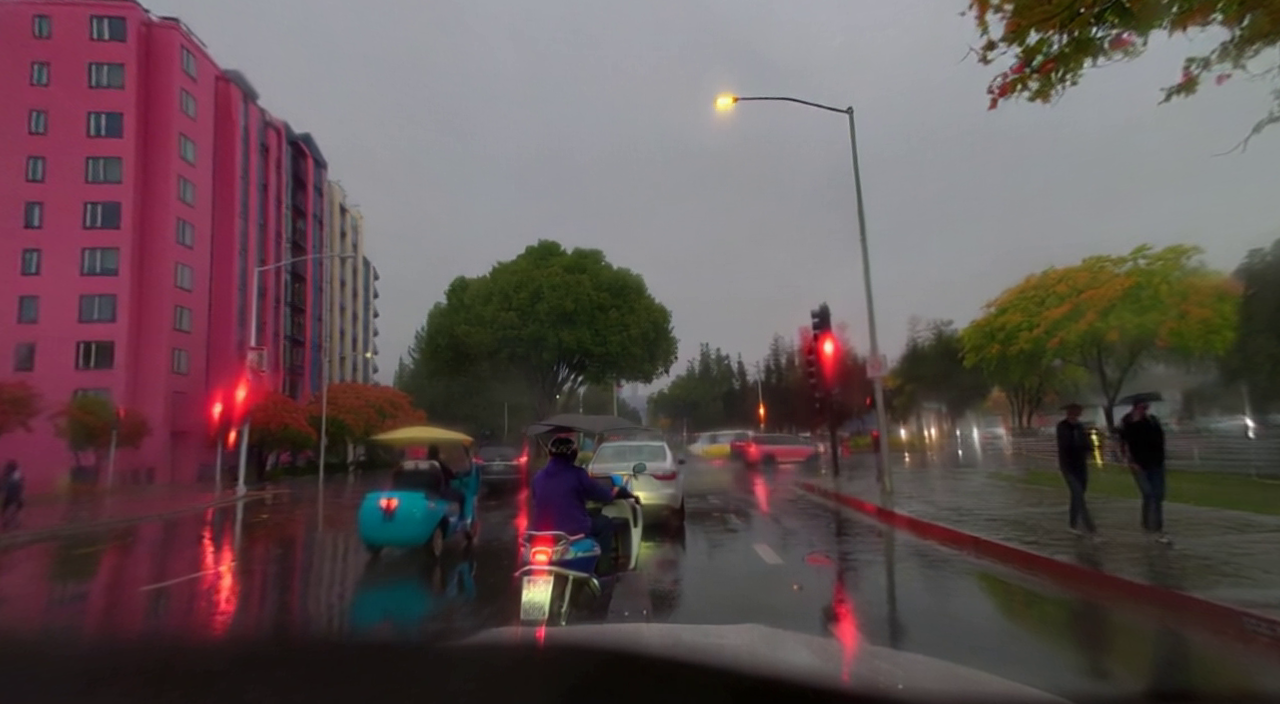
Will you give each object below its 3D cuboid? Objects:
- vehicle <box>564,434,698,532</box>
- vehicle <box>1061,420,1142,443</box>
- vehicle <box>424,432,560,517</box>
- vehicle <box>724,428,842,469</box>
[{"bbox_3d":[-0.098,2.298,11.619,2.025,1.458,4.085,-1,-9,1],"label":"vehicle"},{"bbox_3d":[30.805,5.343,42.143,1.751,1.420,4.027,8,-12,-43],"label":"vehicle"},{"bbox_3d":[-3.142,2.696,14.341,1.935,1.615,4.073,-1,-9,2],"label":"vehicle"},{"bbox_3d":[6.746,4.585,29.906,5.226,1.840,2.016,-3,-9,15],"label":"vehicle"}]
